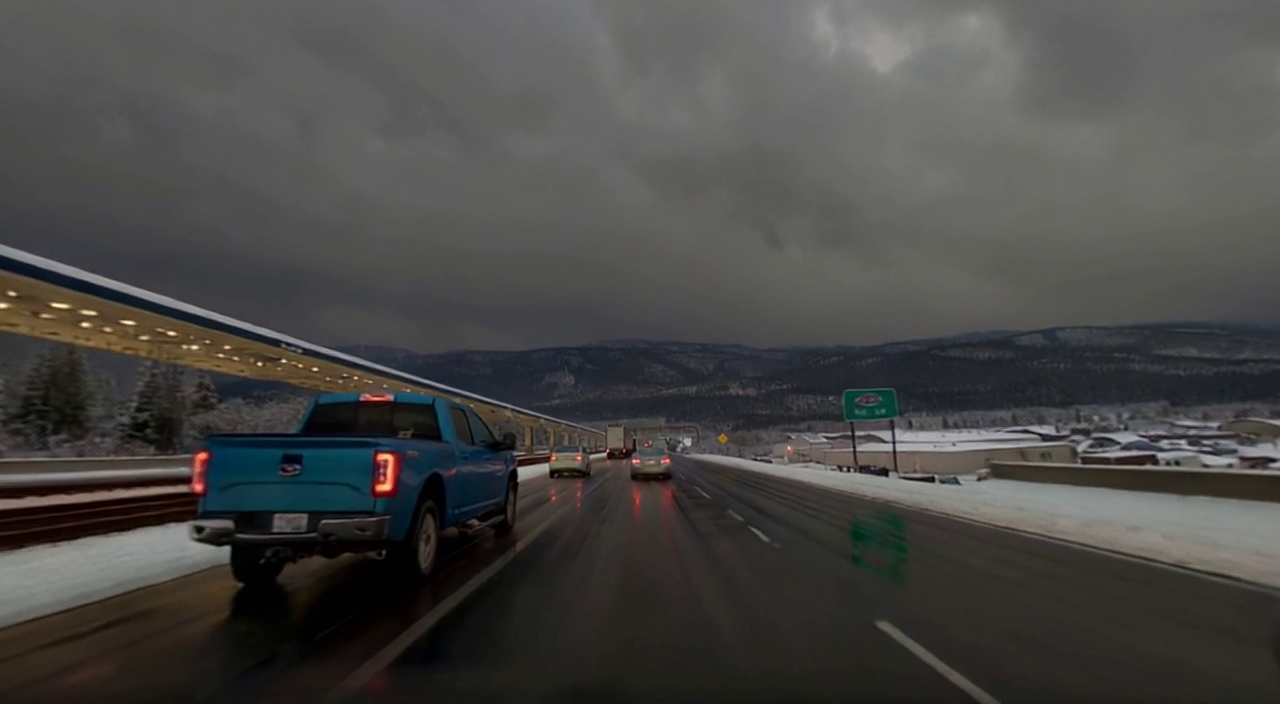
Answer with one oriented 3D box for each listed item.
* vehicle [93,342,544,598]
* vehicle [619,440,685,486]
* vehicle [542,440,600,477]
[{"bbox_3d":[-3.327,1.517,8.980,2.733,2.230,6.820,0,-8,1],"label":"vehicle"},{"bbox_3d":[0.394,3.989,22.920,2.171,1.493,4.081,0,-8,0],"label":"vehicle"},{"bbox_3d":[-3.191,5.039,30.042,2.151,1.613,4.786,0,-8,1],"label":"vehicle"}]
